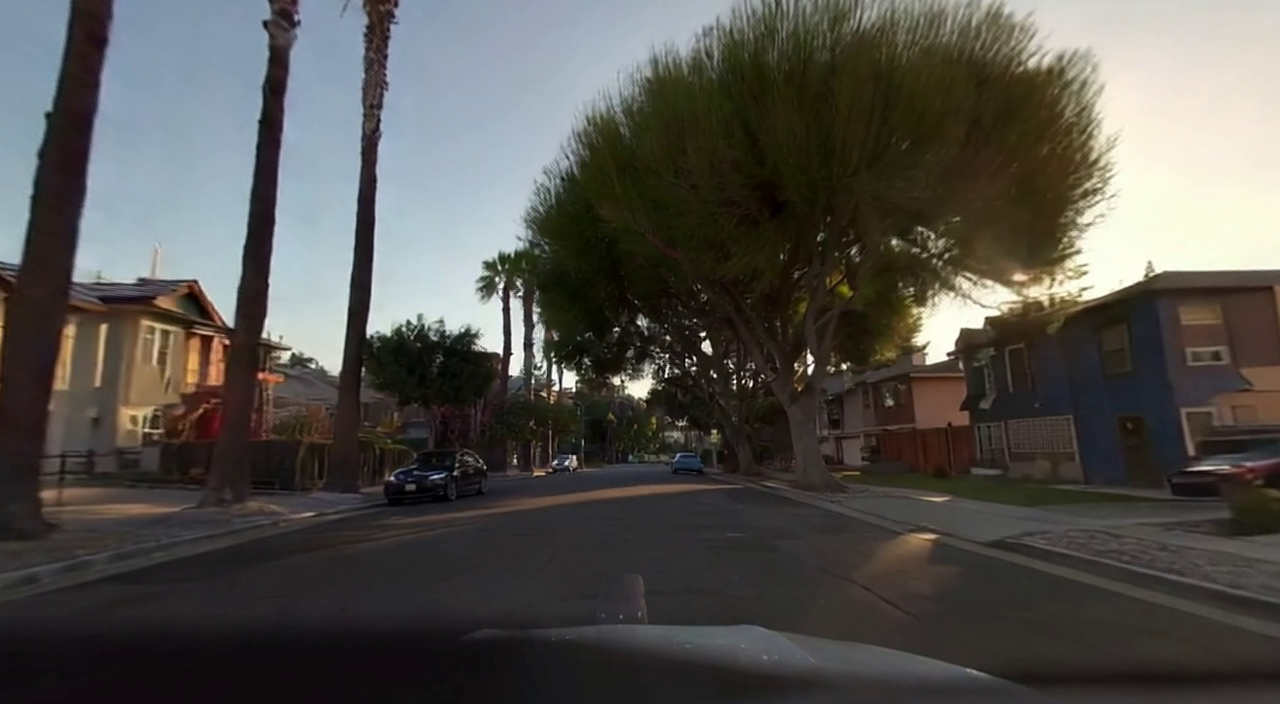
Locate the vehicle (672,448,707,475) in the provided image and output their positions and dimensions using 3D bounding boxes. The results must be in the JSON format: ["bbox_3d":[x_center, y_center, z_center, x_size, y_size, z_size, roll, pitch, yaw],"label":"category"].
[{"bbox_3d":[3.564,7.954,46.141,1.976,1.771,4.377,3,-9,-2],"label":"vehicle"}]

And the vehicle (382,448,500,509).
[{"bbox_3d":[-5.717,3.661,18.881,2.079,1.486,4.877,-2,-8,-2],"label":"vehicle"}]
